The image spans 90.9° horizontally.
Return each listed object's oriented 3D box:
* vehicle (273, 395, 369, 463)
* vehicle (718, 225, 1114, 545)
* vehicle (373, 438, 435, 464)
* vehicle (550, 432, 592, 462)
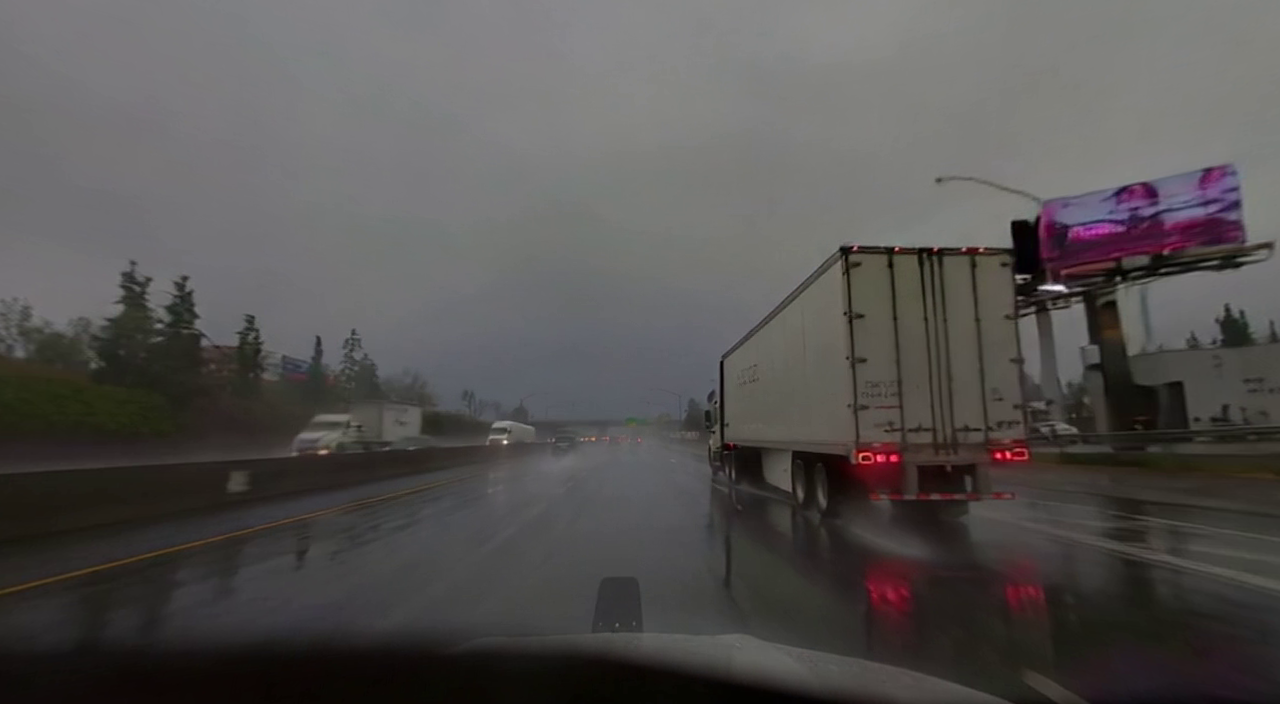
[{"bbox_3d":[-20.268,4.971,40.497,3.028,3.981,5.863,0,-8,0],"label":"vehicle"},{"bbox_3d":[3.928,1.084,13.139,2.871,3.815,11.331,0,-8,-1],"label":"vehicle"},{"bbox_3d":[-14.553,6.110,39.144,1.984,1.458,4.737,0,-8,1],"label":"vehicle"},{"bbox_3d":[-3.611,5.066,33.701,1.930,1.484,3.849,0,-8,-1],"label":"vehicle"}]
